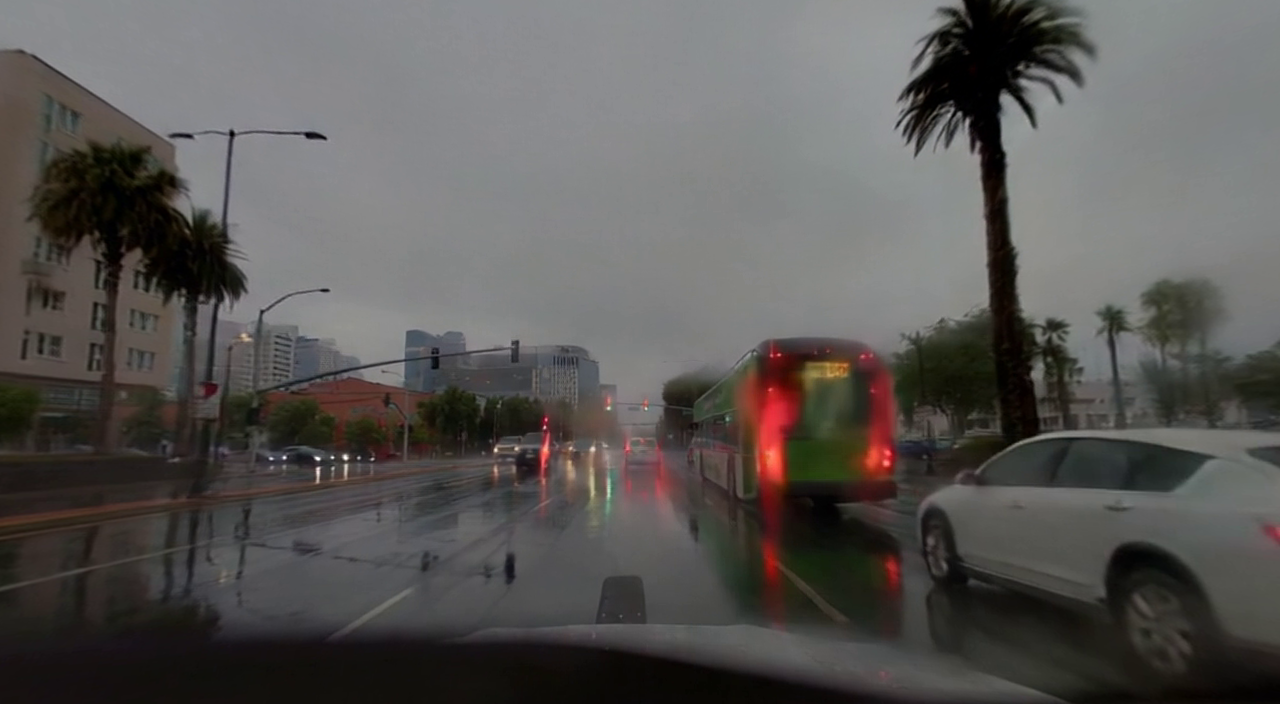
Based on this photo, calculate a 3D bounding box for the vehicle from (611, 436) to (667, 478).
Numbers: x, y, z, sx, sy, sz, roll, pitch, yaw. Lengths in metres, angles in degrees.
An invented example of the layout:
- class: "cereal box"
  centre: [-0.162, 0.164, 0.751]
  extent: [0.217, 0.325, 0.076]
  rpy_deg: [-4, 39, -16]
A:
- class: "vehicle"
  centre: [-0.012, 4.167, 25.243]
  extent: [2.060, 1.499, 3.831]
  rpy_deg: [0, -9, 1]

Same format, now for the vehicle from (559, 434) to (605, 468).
- class: "vehicle"
  centre: [-3.156, 5.494, 35.216]
  extent: [2.020, 1.721, 4.366]
  rpy_deg: [-1, -9, 2]

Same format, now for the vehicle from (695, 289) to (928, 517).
- class: "vehicle"
  centre: [3.564, 1.857, 17.886]
  extent: [2.970, 4.015, 13.606]
  rpy_deg: [0, -9, 1]

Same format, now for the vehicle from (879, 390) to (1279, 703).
- class: "vehicle"
  centre: [3.606, 1.170, 4.260]
  extent: [1.965, 1.519, 5.078]
  rpy_deg: [0, -9, 0]

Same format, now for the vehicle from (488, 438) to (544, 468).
- class: "vehicle"
  centre: [-6.780, 5.581, 35.041]
  extent: [1.927, 1.480, 4.832]
  rpy_deg: [-1, -9, 2]
